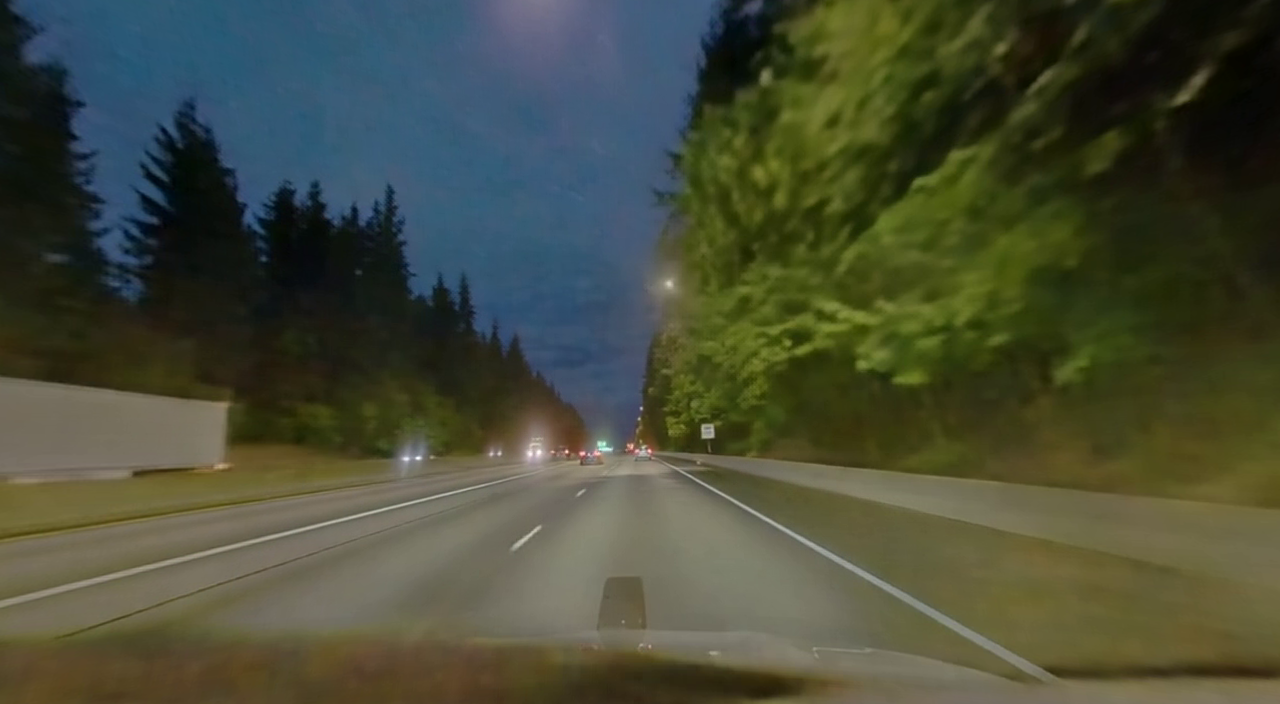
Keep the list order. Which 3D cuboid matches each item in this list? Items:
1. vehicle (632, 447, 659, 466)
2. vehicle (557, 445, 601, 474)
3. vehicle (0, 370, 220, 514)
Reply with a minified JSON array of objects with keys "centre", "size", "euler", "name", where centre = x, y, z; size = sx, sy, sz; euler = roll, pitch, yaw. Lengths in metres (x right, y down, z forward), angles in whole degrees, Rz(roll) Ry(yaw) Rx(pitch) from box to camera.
[{"centre":[0.391,7.966,48.109],"size":[1.989,1.402,3.831],"euler":[0,-9,-1],"name":"vehicle"},{"centre":[-3.332,5.972,35.314],"size":[2.112,1.498,4.117],"euler":[0,-9,-1],"name":"vehicle"},{"centre":[-19.103,2.786,19.298],"size":[2.881,3.904,14.146],"euler":[0,-9,-1],"name":"vehicle"}]
